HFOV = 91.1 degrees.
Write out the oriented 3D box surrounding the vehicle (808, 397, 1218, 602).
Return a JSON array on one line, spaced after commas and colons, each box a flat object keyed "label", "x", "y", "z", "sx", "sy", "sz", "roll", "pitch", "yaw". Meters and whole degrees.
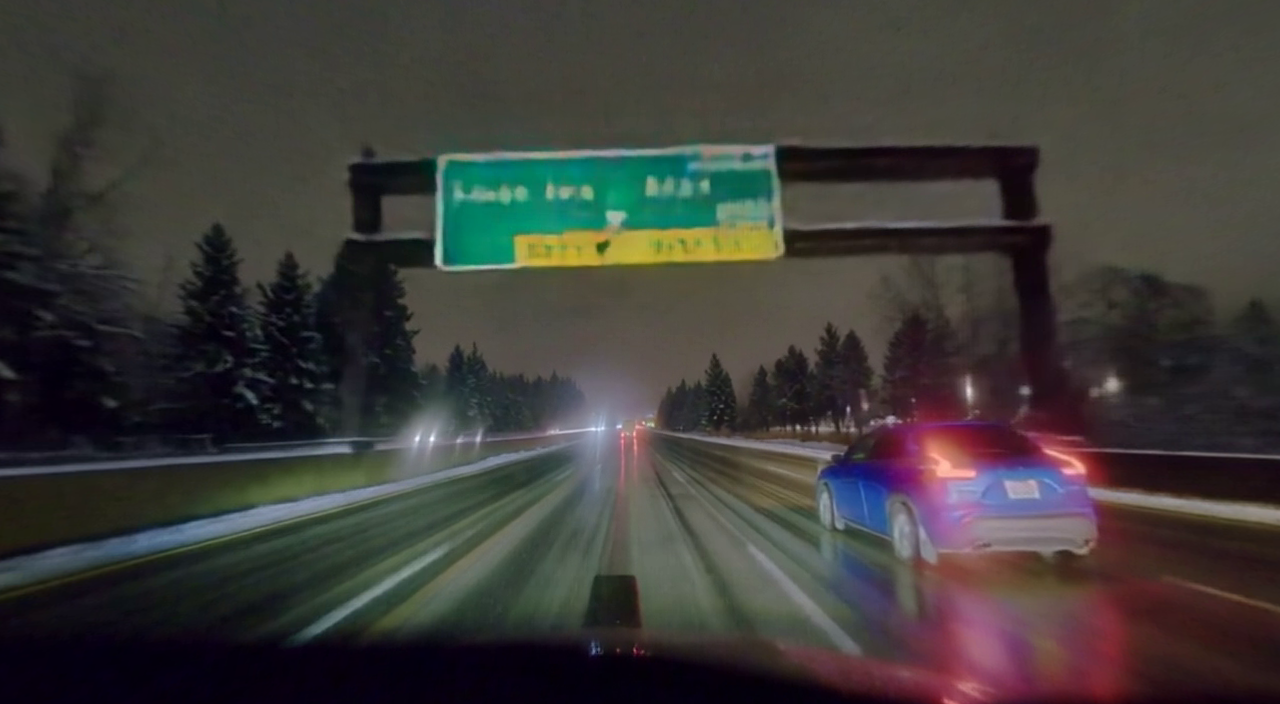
[{"label": "vehicle", "x": 3.423, "y": 1.404, "z": 6.890, "sx": 1.973, "sy": 1.563, "sz": 3.959, "roll": 0, "pitch": -8, "yaw": -2}]
